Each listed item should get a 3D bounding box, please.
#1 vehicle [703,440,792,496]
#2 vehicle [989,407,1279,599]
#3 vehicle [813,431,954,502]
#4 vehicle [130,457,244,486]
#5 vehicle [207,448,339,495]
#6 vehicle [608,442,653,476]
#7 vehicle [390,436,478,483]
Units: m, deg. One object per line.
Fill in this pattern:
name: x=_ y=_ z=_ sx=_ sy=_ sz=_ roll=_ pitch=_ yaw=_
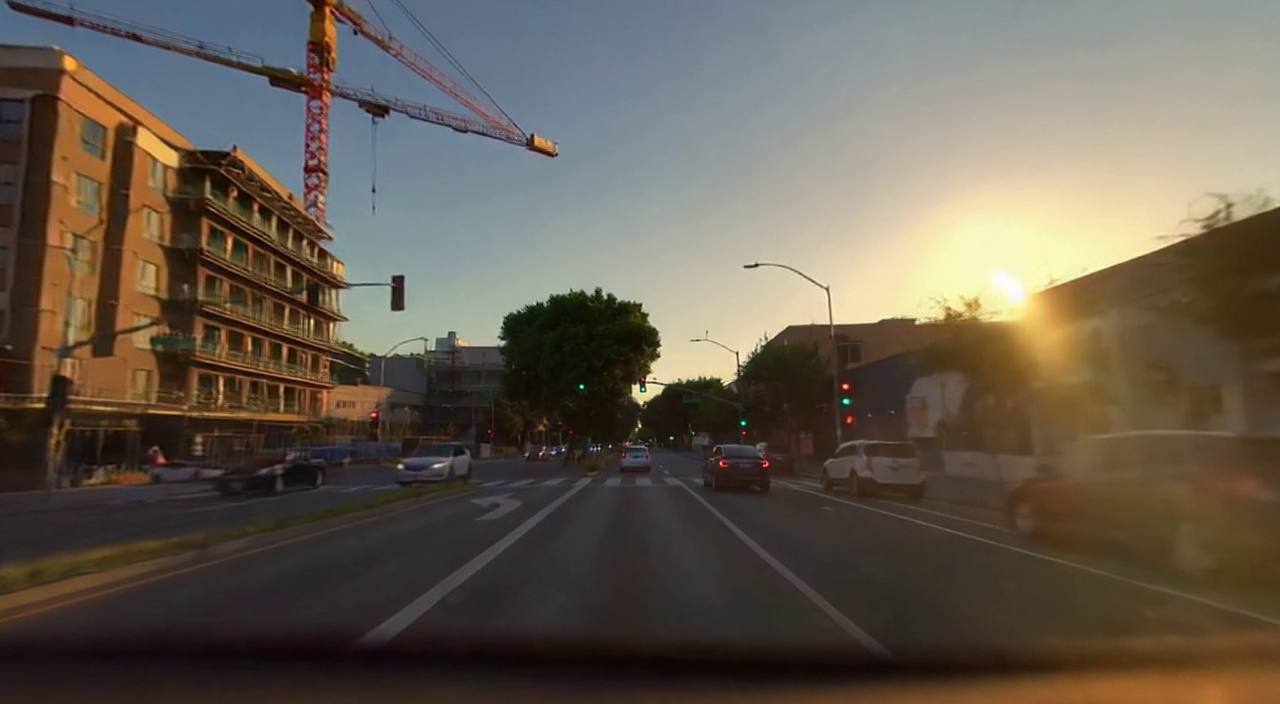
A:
vehicle: x=3.097 y=3.418 z=19.042 sx=1.910 sy=1.474 sz=4.003 roll=0 pitch=-9 yaw=-1
vehicle: x=7.349 y=1.775 z=8.215 sx=2.317 sy=1.852 sz=5.530 roll=0 pitch=-9 yaw=-2
vehicle: x=7.185 y=3.425 z=19.453 sx=2.125 sy=1.838 sz=5.555 roll=0 pitch=-9 yaw=0
vehicle: x=-24.364 y=6.411 z=34.102 sx=4.575 sy=1.414 sz=1.895 roll=0 pitch=-9 yaw=-5
vehicle: x=-12.629 y=4.101 z=22.142 sx=1.943 sy=1.473 sz=4.463 roll=0 pitch=-9 yaw=0
vehicle: x=-0.442 y=5.040 z=30.045 sx=2.006 sy=1.487 sz=3.535 roll=0 pitch=-9 yaw=0
vehicle: x=-8.366 y=4.403 z=26.179 sx=2.115 sy=1.723 sz=4.698 roll=0 pitch=-9 yaw=0
